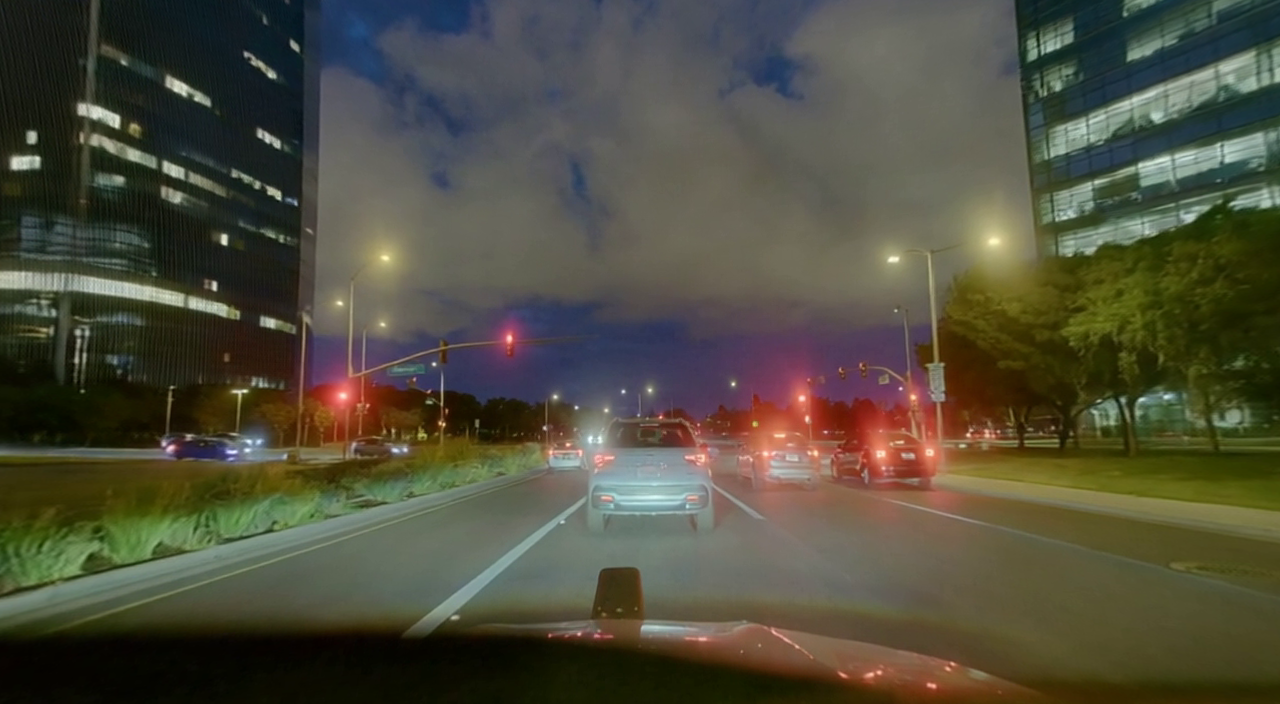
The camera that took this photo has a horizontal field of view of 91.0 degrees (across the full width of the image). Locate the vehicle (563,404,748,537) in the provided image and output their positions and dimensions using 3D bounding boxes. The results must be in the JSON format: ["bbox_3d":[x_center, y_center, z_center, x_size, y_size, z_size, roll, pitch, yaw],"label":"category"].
[{"bbox_3d":[0.227,2.023,11.244,2.601,1.878,4.535,0,-9,0],"label":"vehicle"}]

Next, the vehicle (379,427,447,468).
[{"bbox_3d":[-14.021,5.871,38.667,2.717,2.310,6.448,5,-10,-29],"label":"vehicle"}]
